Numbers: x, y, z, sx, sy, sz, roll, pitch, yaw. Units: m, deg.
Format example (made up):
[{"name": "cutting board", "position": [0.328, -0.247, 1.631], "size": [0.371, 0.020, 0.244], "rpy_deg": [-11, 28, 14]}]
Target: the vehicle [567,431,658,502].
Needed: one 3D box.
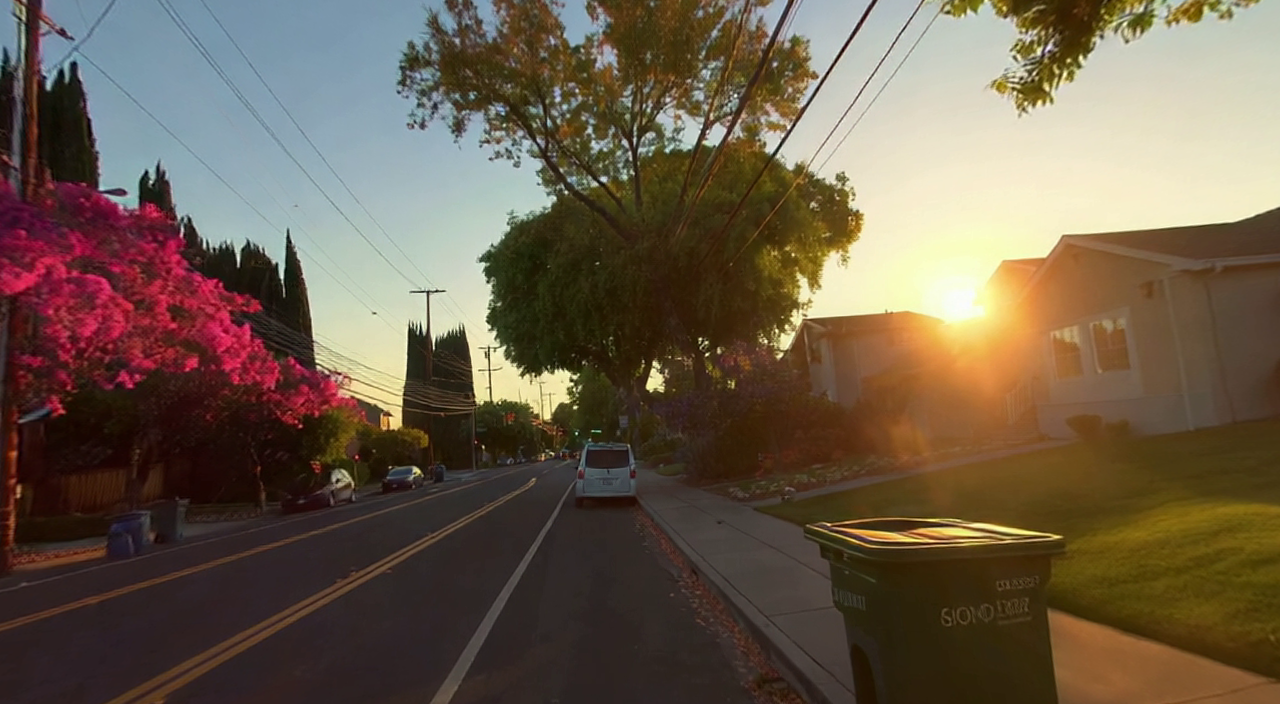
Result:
[{"name": "vehicle", "position": [-0.823, 3.074, 17.389], "size": [2.190, 1.708, 4.115], "rpy_deg": [0, -8, -4]}]

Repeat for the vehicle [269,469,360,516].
[{"name": "vehicle", "position": [-13.767, 5.918, 26.987], "size": [1.982, 1.660, 4.142], "rpy_deg": [1, -8, -6]}]
